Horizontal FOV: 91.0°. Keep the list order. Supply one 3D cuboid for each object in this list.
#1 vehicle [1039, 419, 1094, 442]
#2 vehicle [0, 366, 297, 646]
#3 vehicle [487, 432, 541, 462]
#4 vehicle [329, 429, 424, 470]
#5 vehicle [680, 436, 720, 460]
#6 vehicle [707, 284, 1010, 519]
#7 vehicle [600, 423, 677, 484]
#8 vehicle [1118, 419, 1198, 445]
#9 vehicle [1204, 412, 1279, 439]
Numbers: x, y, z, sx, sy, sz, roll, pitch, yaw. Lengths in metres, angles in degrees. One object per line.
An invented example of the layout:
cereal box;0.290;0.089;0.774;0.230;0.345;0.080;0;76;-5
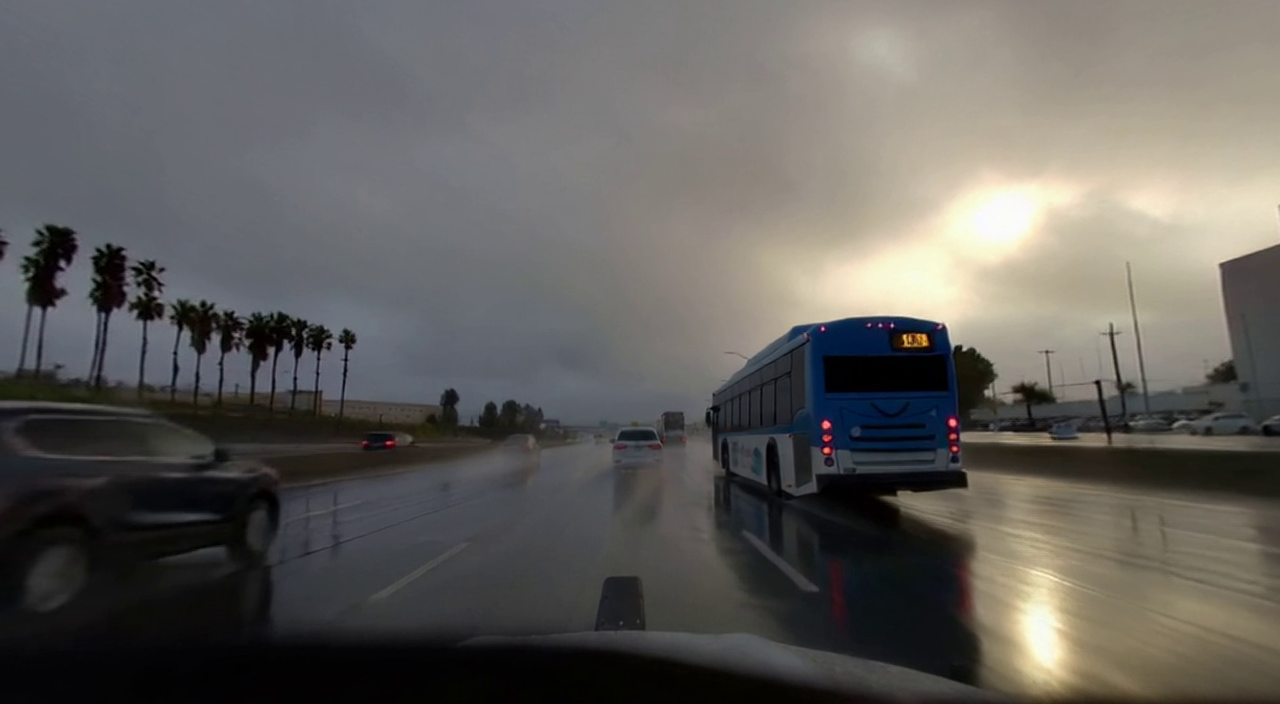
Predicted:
vehicle;33.451;6.214;49.508;1.859;1.638;4.161;-1;-9;8
vehicle;-5.117;1.120;4.923;2.100;1.765;4.743;0;-9;1
vehicle;-7.745;5.927;39.157;2.291;1.729;4.879;0;-9;1
vehicle;-12.363;4.639;29.984;2.332;1.748;4.897;0;-9;0
vehicle;3.869;6.332;41.591;2.039;1.516;4.521;0;-9;-2
vehicle;4.062;1.780;16.767;3.020;3.622;14.302;0;-9;0
vehicle;-0.009;3.317;20.721;2.268;1.796;4.280;0;-9;1
vehicle;32.158;5.029;39.244;1.795;1.481;3.986;-1;-9;4
vehicle;41.847;5.107;43.372;4.228;1.685;1.871;-7;-11;40
